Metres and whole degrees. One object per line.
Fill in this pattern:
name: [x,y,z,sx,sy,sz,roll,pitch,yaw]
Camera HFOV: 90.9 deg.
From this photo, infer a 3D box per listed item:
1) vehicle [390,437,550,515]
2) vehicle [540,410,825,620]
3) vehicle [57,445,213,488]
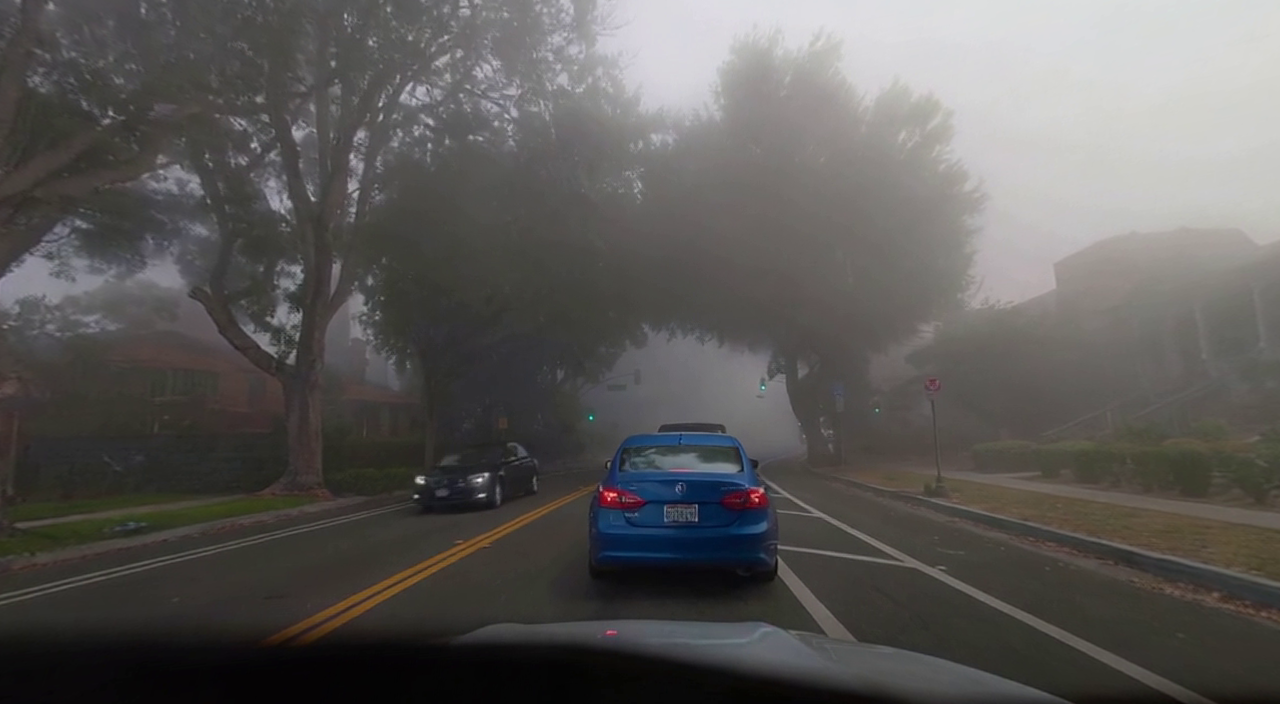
vehicle: [-3.623,2.723,14.446,2.060,1.479,4.462,-1,-8,6]
vehicle: [0.350,1.482,6.645,2.070,1.516,3.936,0,-8,1]
vehicle: [-18.091,4.098,22.715,4.069,1.445,2.063,-2,-9,9]
